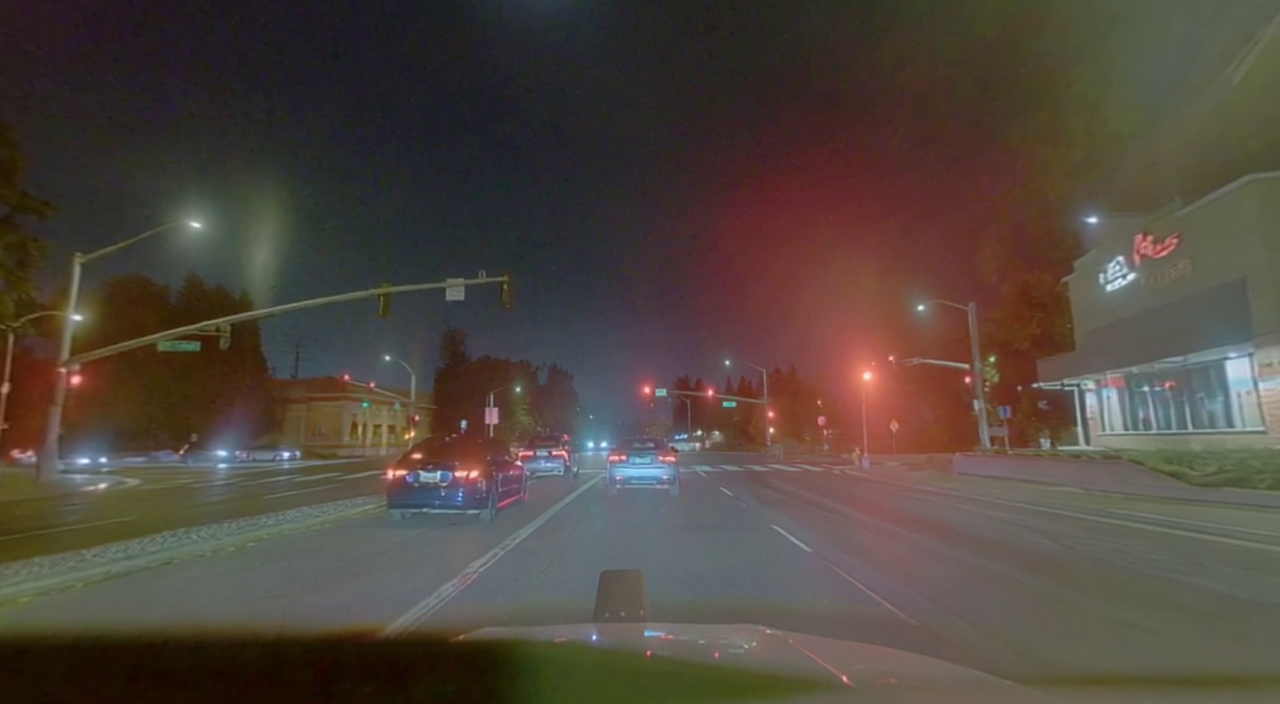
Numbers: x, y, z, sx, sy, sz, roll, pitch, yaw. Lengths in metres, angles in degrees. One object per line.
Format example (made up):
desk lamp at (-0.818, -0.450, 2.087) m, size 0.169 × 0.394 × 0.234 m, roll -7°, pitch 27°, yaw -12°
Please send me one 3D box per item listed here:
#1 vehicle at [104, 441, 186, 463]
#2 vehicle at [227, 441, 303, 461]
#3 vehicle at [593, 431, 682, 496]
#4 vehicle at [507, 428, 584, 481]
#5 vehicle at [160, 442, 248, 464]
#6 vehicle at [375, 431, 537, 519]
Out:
vehicle at (-36.909, 7.459, 47.059) m, size 4.513 × 1.616 × 1.899 m, roll 0°, pitch -8°, yaw 1°
vehicle at (-27.926, 7.401, 47.040) m, size 4.423 × 1.444 × 1.836 m, roll 0°, pitch -8°, yaw 2°
vehicle at (-0.074, 2.887, 16.654) m, size 2.066 × 1.482 × 3.923 m, roll 0°, pitch -8°, yaw 0°
vehicle at (-3.322, 3.709, 23.032) m, size 2.029 × 1.752 × 4.420 m, roll 0°, pitch -8°, yaw 1°
vehicle at (-29.936, 6.952, 43.397) m, size 4.708 × 1.467 × 1.819 m, roll 0°, pitch -8°, yaw 2°
vehicle at (-3.551, 2.455, 13.200) m, size 1.942 × 1.497 × 4.561 m, roll 0°, pitch -8°, yaw 1°
